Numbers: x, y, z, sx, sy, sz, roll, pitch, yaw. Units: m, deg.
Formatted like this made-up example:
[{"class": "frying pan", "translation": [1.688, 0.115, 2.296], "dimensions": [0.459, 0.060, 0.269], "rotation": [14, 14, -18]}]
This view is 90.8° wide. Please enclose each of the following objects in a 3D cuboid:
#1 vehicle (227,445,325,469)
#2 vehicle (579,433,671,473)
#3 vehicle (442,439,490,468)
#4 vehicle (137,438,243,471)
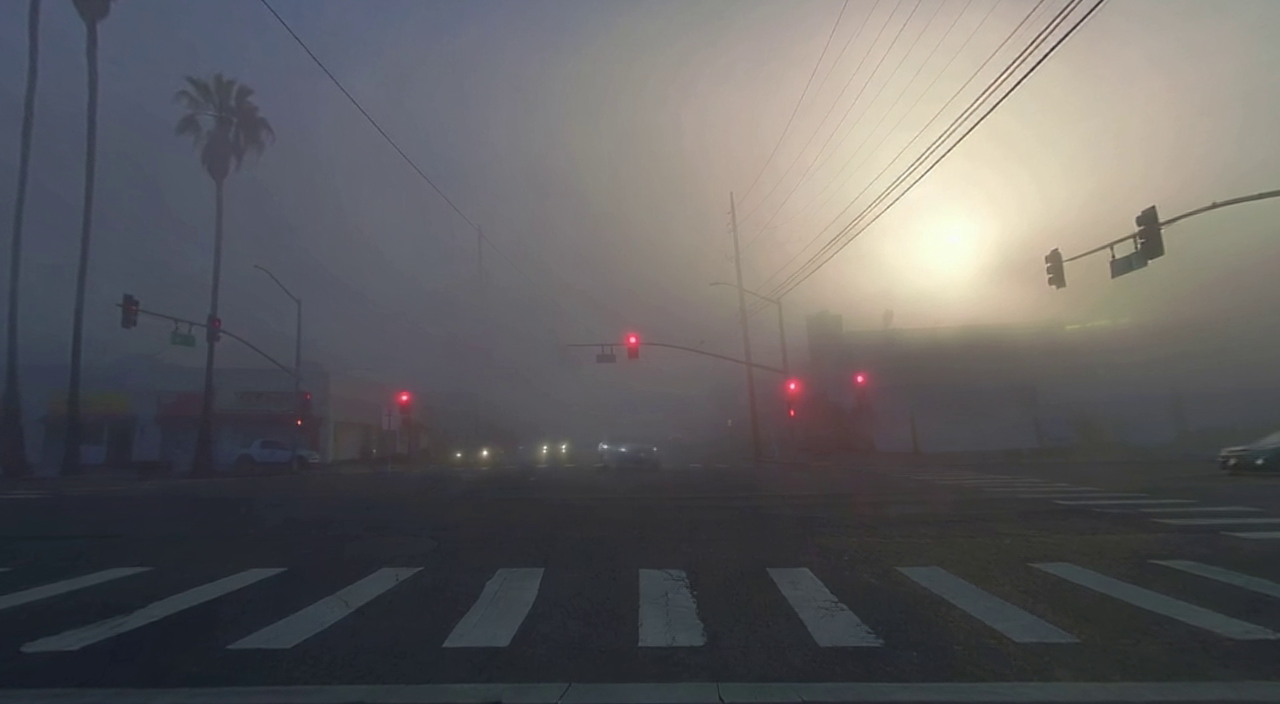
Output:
[{"class": "vehicle", "translation": [-22.291, 6.430, 38.843], "dimensions": [4.849, 1.444, 1.881], "rotation": [0, -8, 1]}, {"class": "vehicle", "translation": [-0.776, 4.295, 27.038], "dimensions": [2.223, 1.490, 5.094], "rotation": [3, -9, -22]}, {"class": "vehicle", "translation": [-11.960, 6.990, 43.712], "dimensions": [2.016, 1.717, 4.287], "rotation": [-2, -7, 1]}, {"class": "vehicle", "translation": [-25.906, 5.929, 36.457], "dimensions": [4.613, 1.820, 2.021], "rotation": [-1, -9, 3]}]
